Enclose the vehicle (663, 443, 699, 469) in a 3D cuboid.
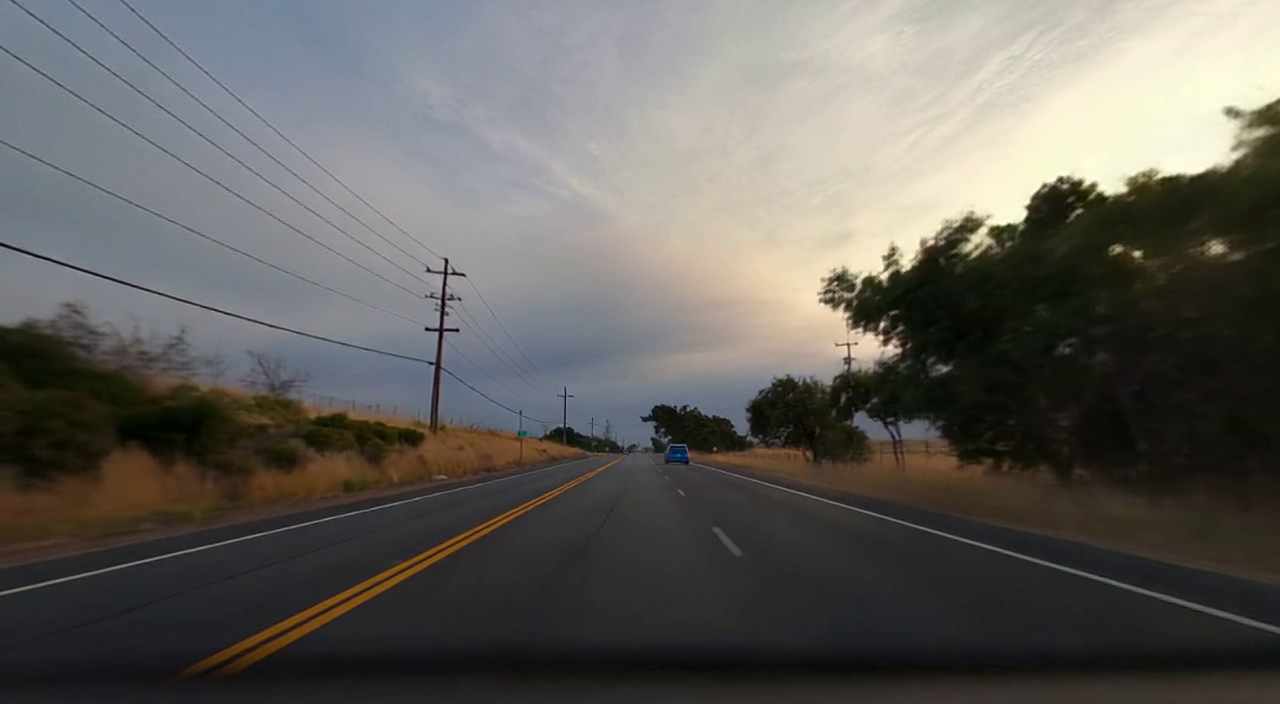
[{"bbox_3d":[2.843,7.337,44.659,2.135,1.692,4.185,0,-9,-2],"label":"vehicle"}]
